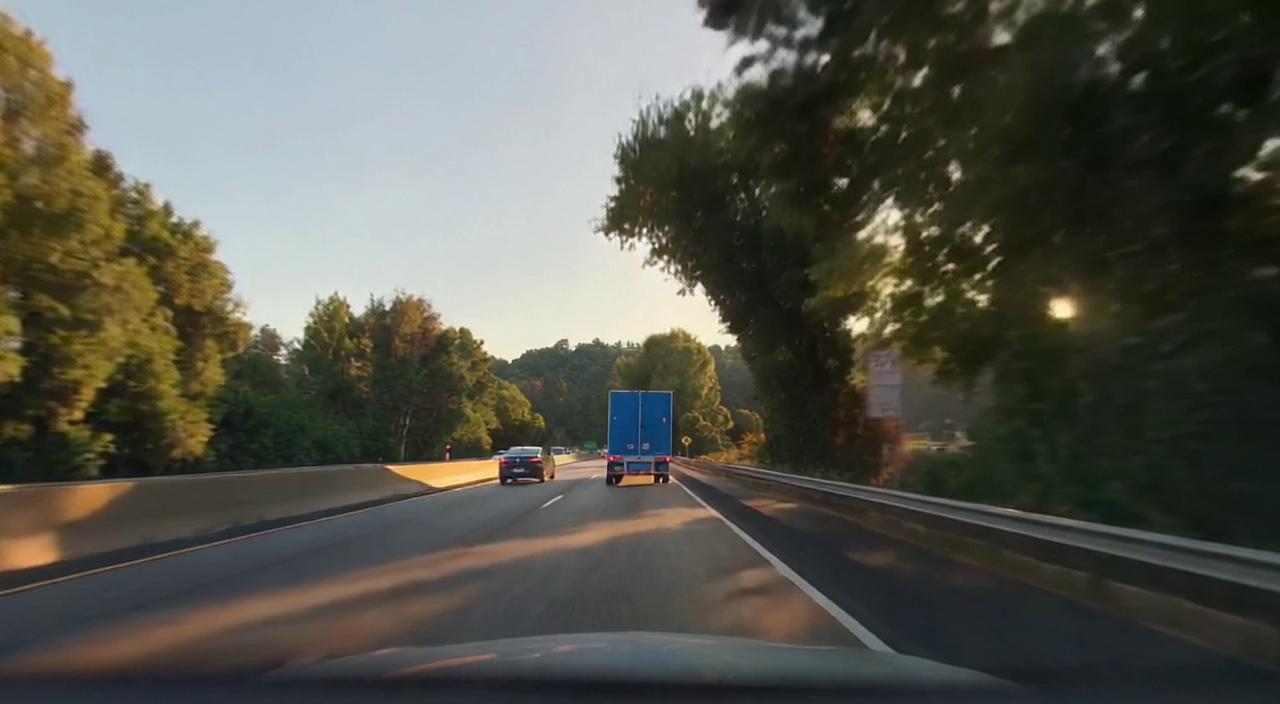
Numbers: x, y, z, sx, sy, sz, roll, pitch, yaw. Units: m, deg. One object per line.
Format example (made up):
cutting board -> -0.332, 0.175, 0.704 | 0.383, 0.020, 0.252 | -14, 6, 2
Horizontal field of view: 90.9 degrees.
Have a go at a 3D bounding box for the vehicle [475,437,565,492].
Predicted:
vehicle -> -3.908, 3.767, 21.376 | 2.160, 1.661, 4.388 | 0, -9, 0

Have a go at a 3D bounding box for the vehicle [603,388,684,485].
vehicle -> 0.003, 3.750, 27.328 | 2.913, 3.530, 8.648 | 0, -9, -2
